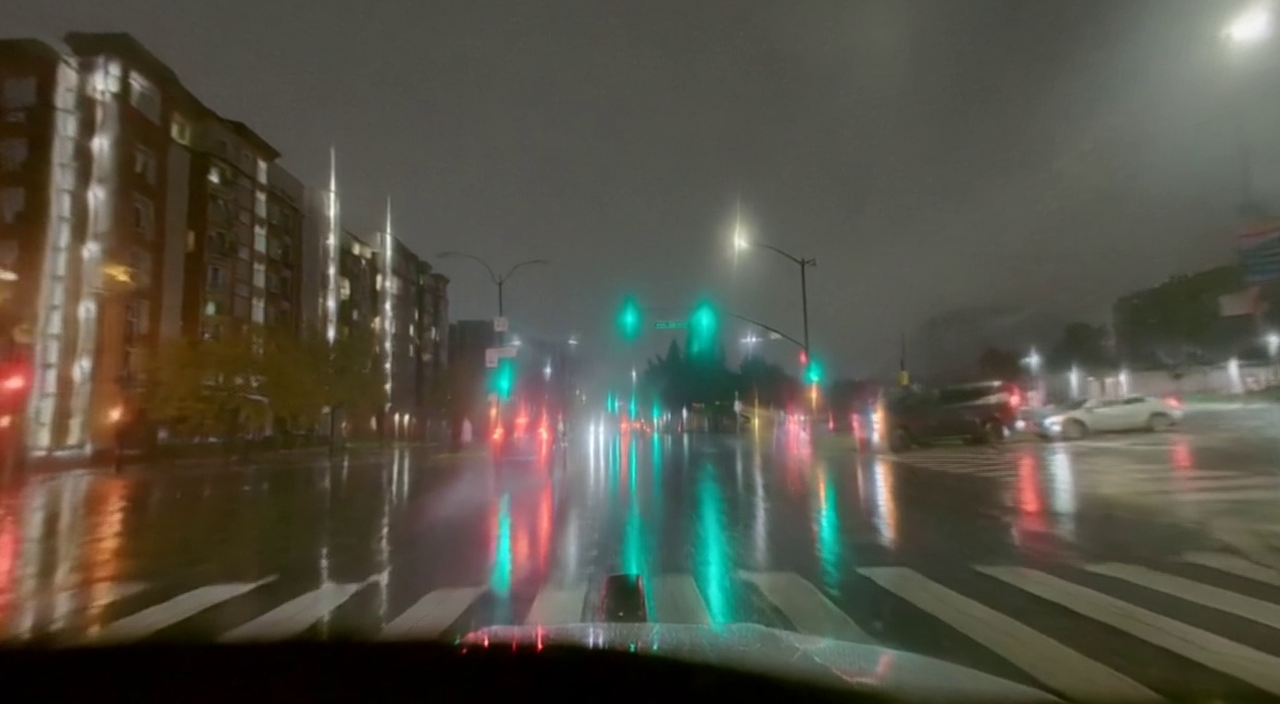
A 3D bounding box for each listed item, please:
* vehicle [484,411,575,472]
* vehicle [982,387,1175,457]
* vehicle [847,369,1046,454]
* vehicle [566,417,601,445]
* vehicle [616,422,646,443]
[{"bbox_3d":[-3.389,2.869,20.294,2.116,1.725,4.315,-1,-8,0],"label":"vehicle"},{"bbox_3d":[13.133,2.106,19.146,4.328,1.742,1.942,-3,-6,-2],"label":"vehicle"},{"bbox_3d":[11.753,2.338,24.631,6.233,2.668,2.627,-4,-7,-3],"label":"vehicle"},{"bbox_3d":[-3.841,5.492,43.562,2.152,1.802,4.628,0,-8,-2],"label":"vehicle"},{"bbox_3d":[-0.700,5.806,45.289,2.095,1.438,3.843,0,-8,-2],"label":"vehicle"}]
